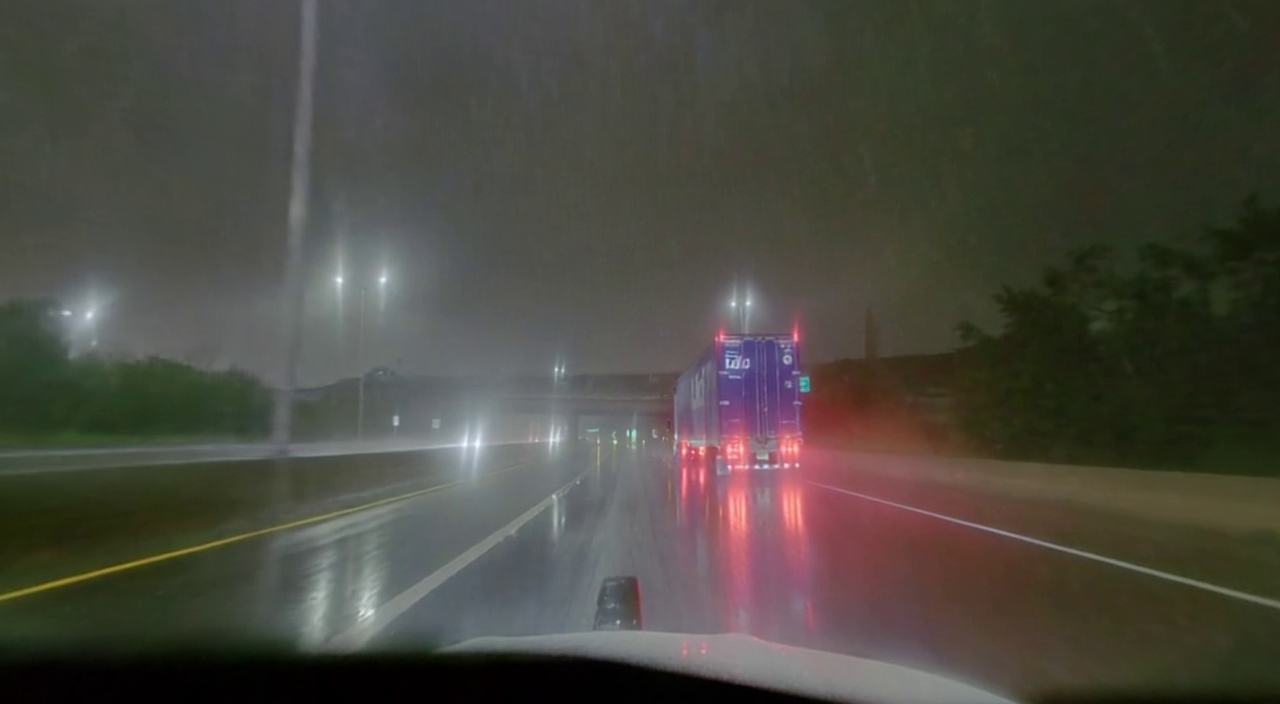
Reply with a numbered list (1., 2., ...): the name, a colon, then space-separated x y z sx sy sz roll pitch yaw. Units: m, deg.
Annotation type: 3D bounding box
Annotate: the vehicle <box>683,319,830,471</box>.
1. vehicle: 3.715 2.152 24.730 3.034 4.194 14.704 0 -8 0
